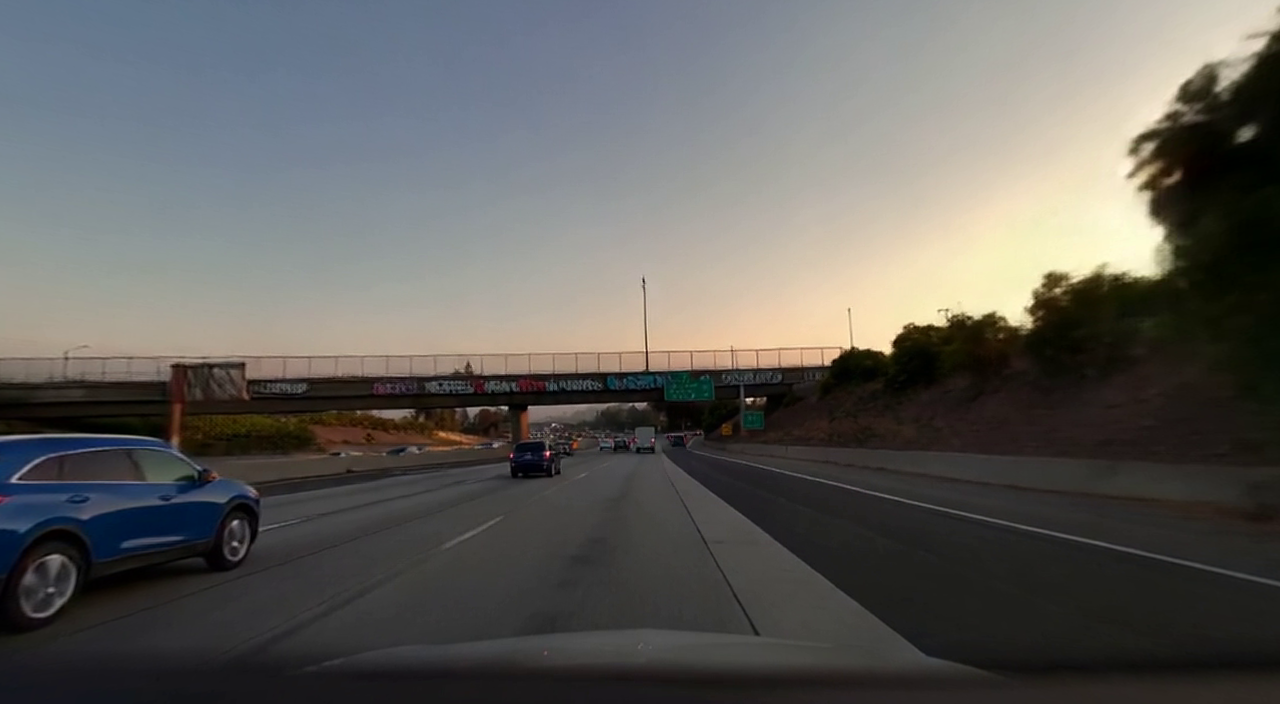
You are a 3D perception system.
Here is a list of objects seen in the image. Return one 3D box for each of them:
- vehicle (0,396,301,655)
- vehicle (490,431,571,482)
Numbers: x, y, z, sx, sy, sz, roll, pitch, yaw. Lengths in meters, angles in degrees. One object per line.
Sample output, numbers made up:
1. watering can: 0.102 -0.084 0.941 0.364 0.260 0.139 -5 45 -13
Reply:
1. vehicle: -5.095 1.338 5.571 1.969 1.633 3.962 0 -8 -1
2. vehicle: -3.940 3.867 23.455 2.154 1.693 4.394 0 -8 1
